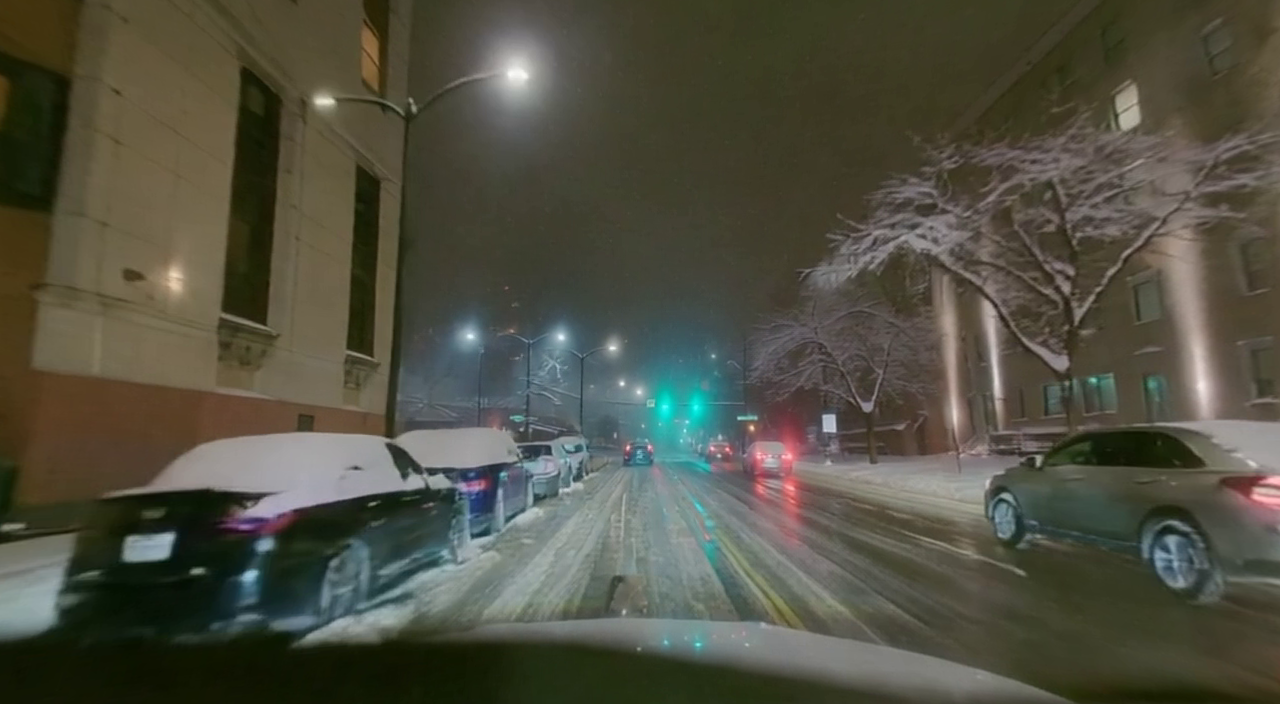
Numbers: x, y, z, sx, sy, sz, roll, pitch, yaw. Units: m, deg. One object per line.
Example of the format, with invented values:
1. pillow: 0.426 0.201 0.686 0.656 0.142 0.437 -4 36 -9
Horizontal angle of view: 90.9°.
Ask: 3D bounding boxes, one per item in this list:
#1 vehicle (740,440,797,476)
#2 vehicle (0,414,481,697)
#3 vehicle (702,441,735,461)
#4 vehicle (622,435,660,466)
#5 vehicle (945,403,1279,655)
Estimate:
1. vehicle: 5.618 4.652 27.920 1.799 1.463 3.464 0 -8 0
2. vehicle: -2.982 1.407 5.595 1.843 1.482 4.310 -1 -8 2
3. vehicle: 5.923 7.512 48.005 1.917 1.467 4.452 0 -8 -1
4. vehicle: 0.042 5.869 37.646 2.122 1.689 3.885 0 -8 0
5. vehicle: 4.998 1.439 6.175 1.891 1.599 4.173 0 -8 0
